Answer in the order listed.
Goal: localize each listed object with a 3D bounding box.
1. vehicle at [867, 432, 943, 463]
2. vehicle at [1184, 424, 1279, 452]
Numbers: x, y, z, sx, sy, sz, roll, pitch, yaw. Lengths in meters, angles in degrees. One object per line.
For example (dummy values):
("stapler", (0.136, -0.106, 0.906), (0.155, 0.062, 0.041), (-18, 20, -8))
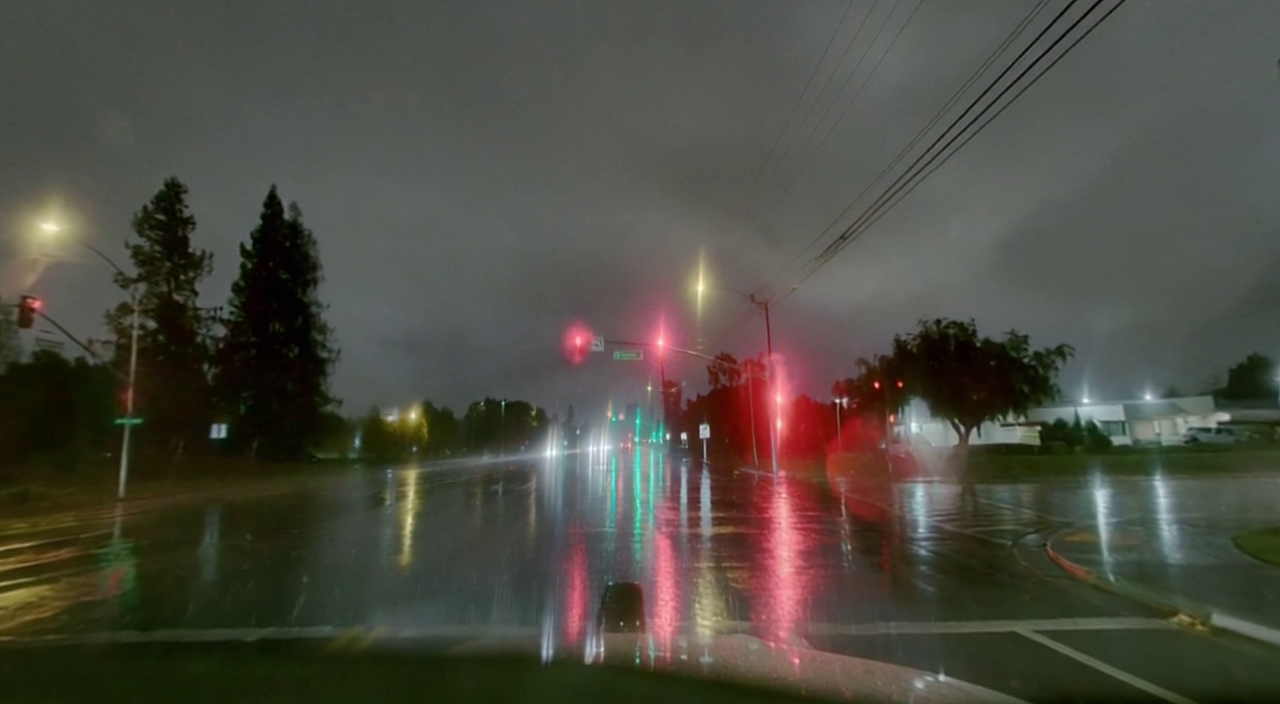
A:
("vehicle", (14.966, 5.466, 35.951), (1.959, 1.471, 4.570), (-4, -9, -5))
("vehicle", (34.106, 4.975, 36.303), (1.832, 1.521, 4.266), (0, -9, 0))
